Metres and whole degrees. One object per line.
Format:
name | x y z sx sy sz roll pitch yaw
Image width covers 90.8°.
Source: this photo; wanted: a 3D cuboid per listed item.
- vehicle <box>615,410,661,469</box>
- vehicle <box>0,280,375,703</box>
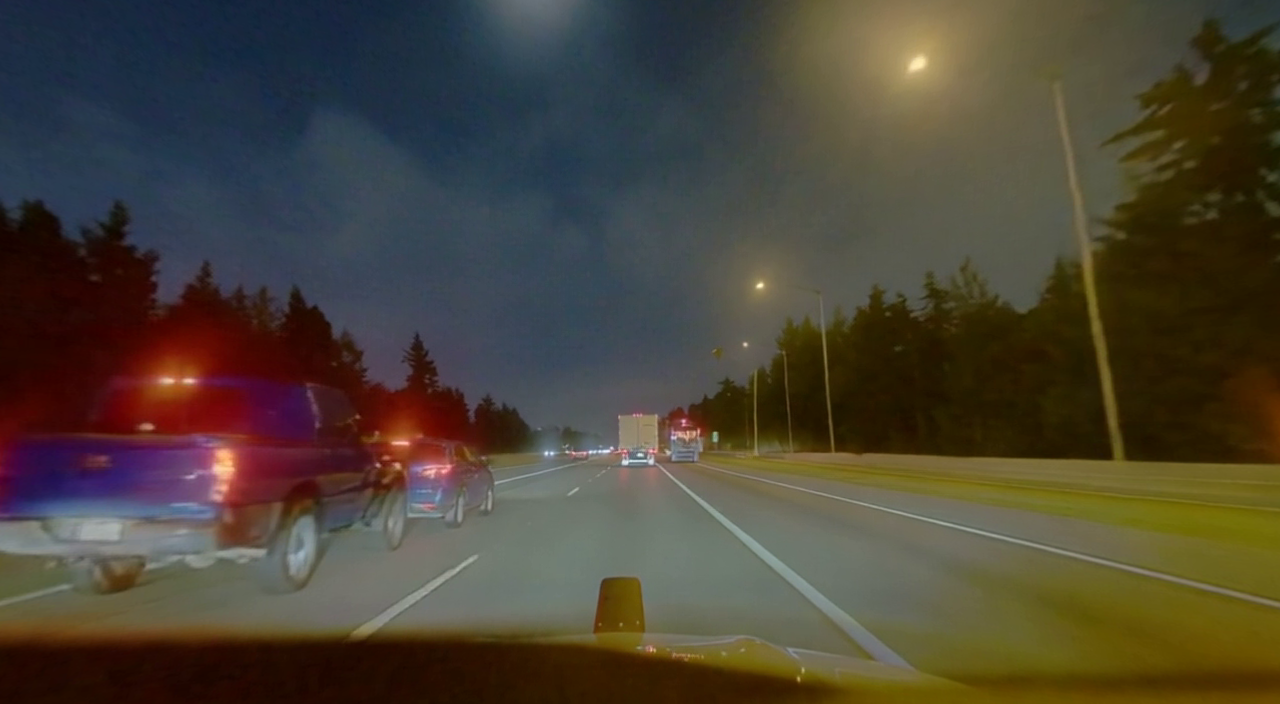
vehicle | -0.138 6.880 49.096 3.201 4.019 10.918 0 -9 0
vehicle | -3.918 0.972 5.043 2.033 2.234 3.490 0 -9 -1
